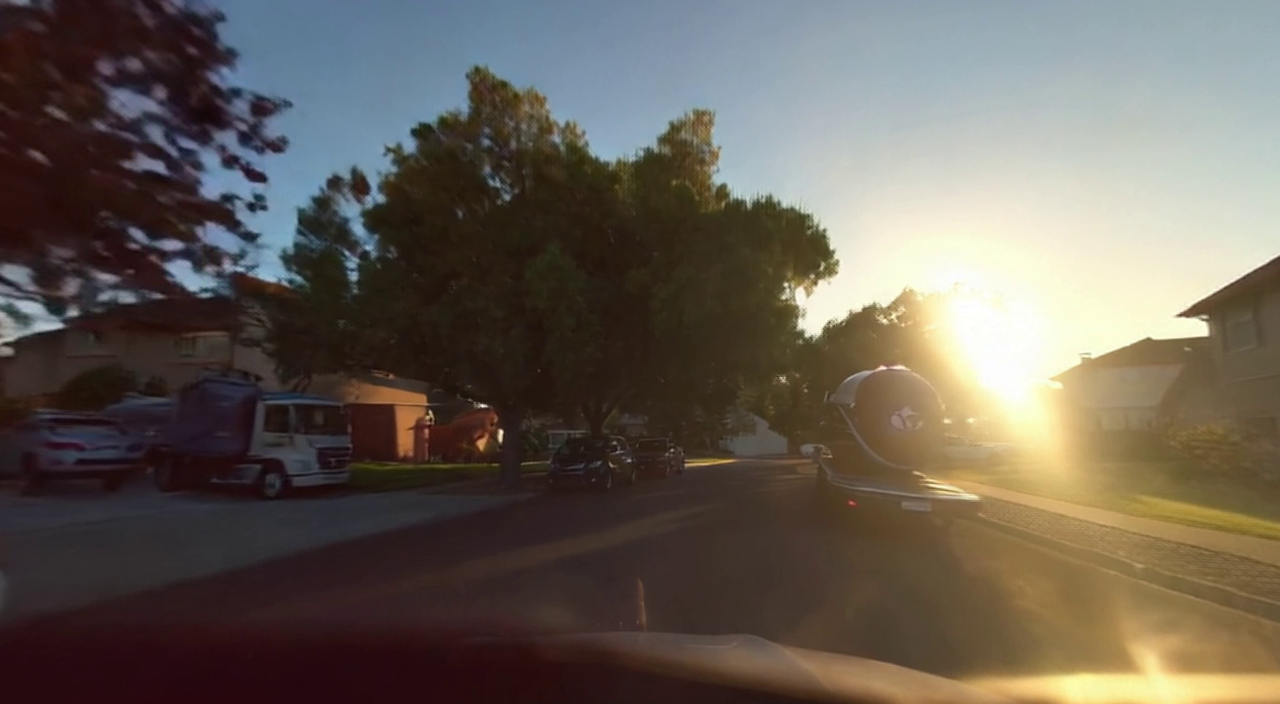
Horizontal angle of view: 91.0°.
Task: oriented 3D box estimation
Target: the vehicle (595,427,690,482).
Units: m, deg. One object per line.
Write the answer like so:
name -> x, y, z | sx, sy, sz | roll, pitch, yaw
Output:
vehicle -> 0.303, 4.717, 29.141 | 2.632, 2.249, 6.179 | -3, -9, 17

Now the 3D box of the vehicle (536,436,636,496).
vehicle -> -1.631, 3.722, 20.929 | 2.052, 1.745, 4.737 | -2, -9, 11

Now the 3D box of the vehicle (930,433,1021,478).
vehicle -> 16.397, 5.041, 30.851 | 3.470, 2.123, 1.584 | 0, -8, 1

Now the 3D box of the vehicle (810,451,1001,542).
vehicle -> 5.597, 3.084, 14.565 | 2.804, 1.336, 6.700 | -1, -7, 12

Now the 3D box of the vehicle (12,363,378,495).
vehicle -> -11.513, 2.102, 16.760 | 7.767, 3.105, 2.858 | -1, -9, 6

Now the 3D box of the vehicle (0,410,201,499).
vehicle -> -12.553, 2.235, 13.874 | 4.360, 1.746, 2.079 | -1, -9, 9
